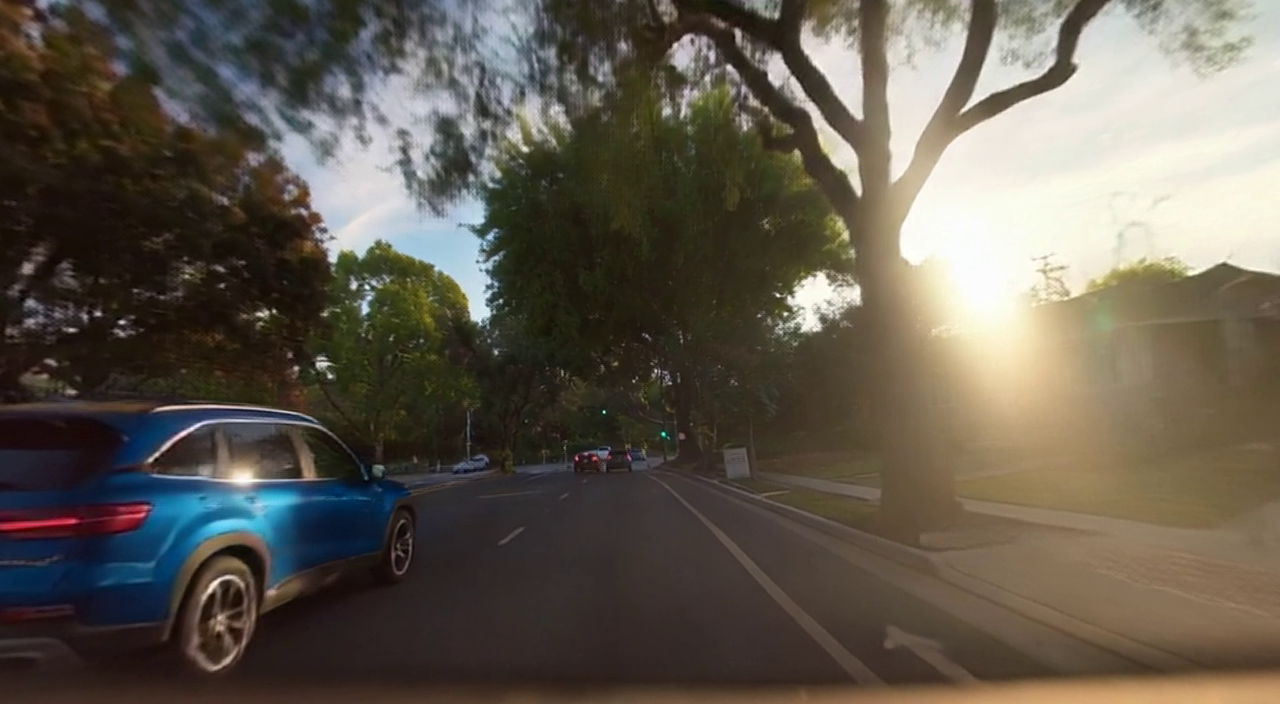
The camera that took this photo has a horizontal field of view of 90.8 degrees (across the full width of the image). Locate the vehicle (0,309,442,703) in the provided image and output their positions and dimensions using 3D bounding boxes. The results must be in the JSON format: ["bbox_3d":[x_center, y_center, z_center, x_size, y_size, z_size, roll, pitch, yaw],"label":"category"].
[{"bbox_3d":[-3.548,1.176,4.760,2.276,1.960,5.561,0,-8,0],"label":"vehicle"}]

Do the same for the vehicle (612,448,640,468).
[{"bbox_3d":[-1.086,7.920,47.380,2.016,1.470,3.784,0,-8,-2],"label":"vehicle"}]
